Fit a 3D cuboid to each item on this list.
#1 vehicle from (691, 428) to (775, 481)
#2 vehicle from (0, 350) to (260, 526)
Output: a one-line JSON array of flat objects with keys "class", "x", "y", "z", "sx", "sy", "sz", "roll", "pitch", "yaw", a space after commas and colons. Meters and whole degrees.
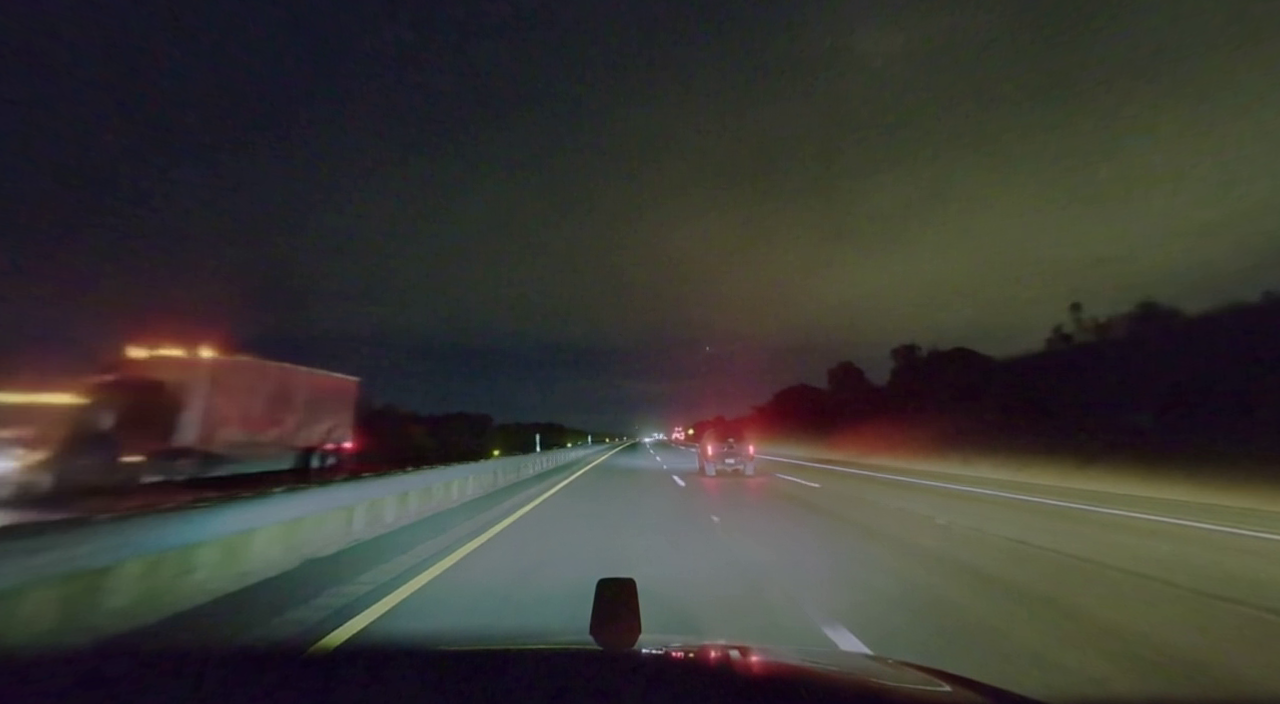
[{"class": "vehicle", "x": 2.967, "y": 3.375, "z": 21.125, "sx": 2.084, "sy": 1.583, "sz": 4.420, "roll": 0, "pitch": -8, "yaw": -1}, {"class": "vehicle", "x": -12.097, "y": 1.909, "z": 14.092, "sx": 2.724, "sy": 2.955, "sz": 6.969, "roll": 0, "pitch": -8, "yaw": 0}]
